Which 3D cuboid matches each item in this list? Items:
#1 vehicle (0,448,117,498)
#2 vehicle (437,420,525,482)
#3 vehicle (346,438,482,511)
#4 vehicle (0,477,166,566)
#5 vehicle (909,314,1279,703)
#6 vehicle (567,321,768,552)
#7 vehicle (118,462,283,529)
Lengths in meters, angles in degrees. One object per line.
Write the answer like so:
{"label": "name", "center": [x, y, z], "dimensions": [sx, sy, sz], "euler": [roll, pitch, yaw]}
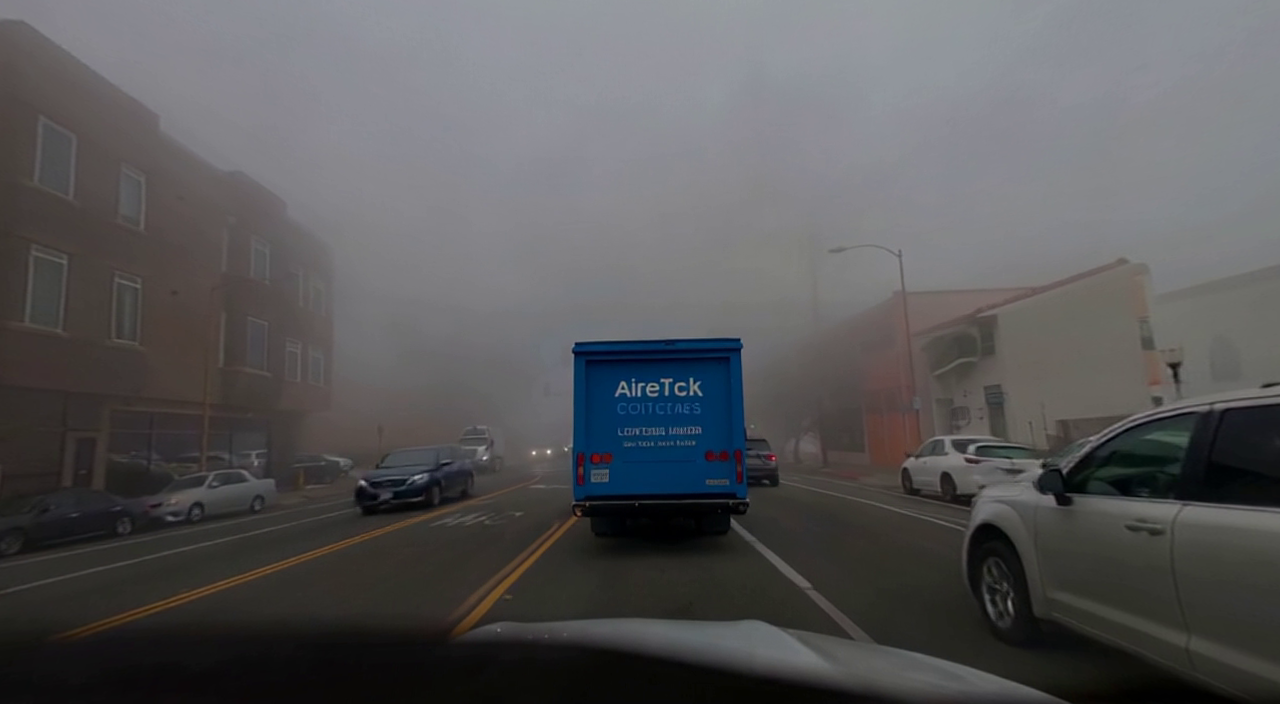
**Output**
{"label": "vehicle", "center": [-27.936, 5.794, 30.174], "dimensions": [3.961, 1.764, 1.952], "euler": [-6, -5, 2]}
{"label": "vehicle", "center": [-9.058, 5.797, 36.940], "dimensions": [2.883, 3.199, 7.964], "euler": [0, -9, 2]}
{"label": "vehicle", "center": [-5.940, 3.243, 17.170], "dimensions": [2.046, 1.711, 4.320], "euler": [0, -9, 1]}
{"label": "vehicle", "center": [-13.494, 3.740, 14.342], "dimensions": [1.901, 1.508, 4.405], "euler": [0, -9, -1]}
{"label": "vehicle", "center": [3.388, 0.897, 3.153], "dimensions": [2.104, 1.786, 4.498], "euler": [0, -9, 1]}
{"label": "vehicle", "center": [0.242, 1.505, 11.111], "dimensions": [2.517, 2.926, 6.177], "euler": [0, -9, -2]}
{"label": "vehicle", "center": [-13.372, 4.347, 19.515], "dimensions": [1.943, 1.682, 4.365], "euler": [0, -9, 0]}
